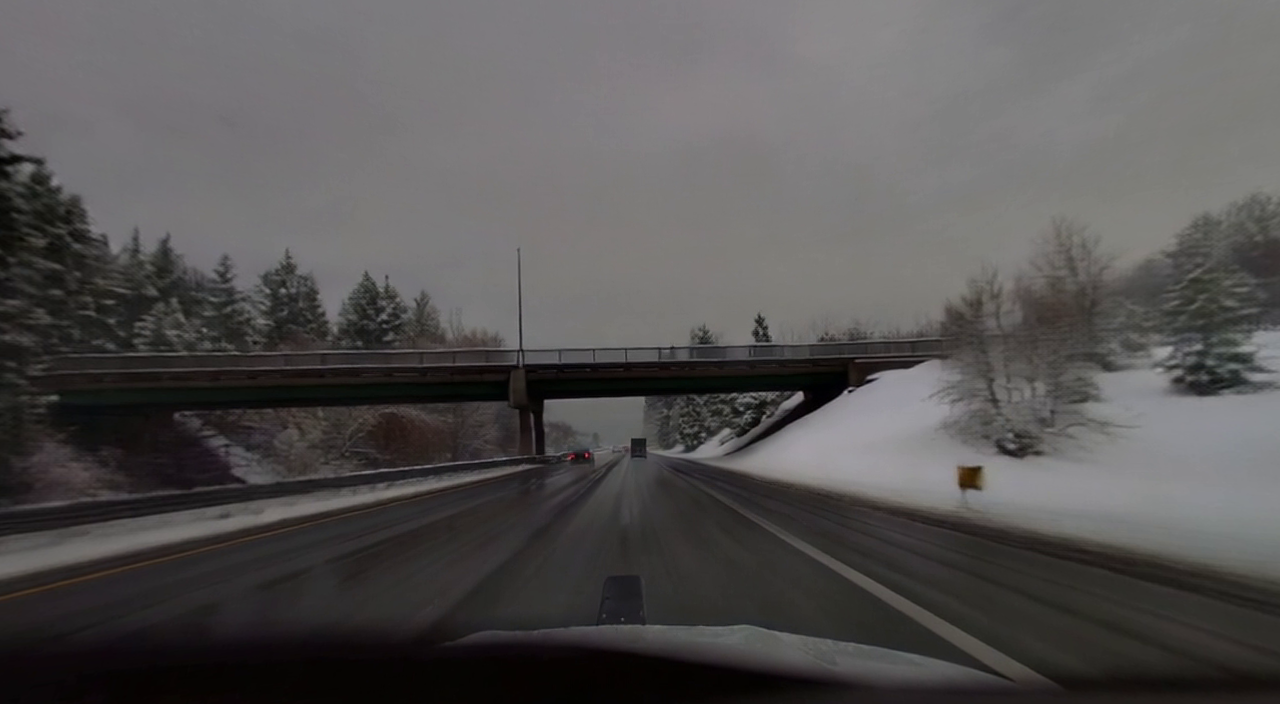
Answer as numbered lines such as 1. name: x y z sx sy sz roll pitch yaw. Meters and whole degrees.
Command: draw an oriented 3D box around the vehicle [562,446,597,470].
1. vehicle: -4.395 7.784 46.521 2.076 1.637 4.526 0 -9 0
